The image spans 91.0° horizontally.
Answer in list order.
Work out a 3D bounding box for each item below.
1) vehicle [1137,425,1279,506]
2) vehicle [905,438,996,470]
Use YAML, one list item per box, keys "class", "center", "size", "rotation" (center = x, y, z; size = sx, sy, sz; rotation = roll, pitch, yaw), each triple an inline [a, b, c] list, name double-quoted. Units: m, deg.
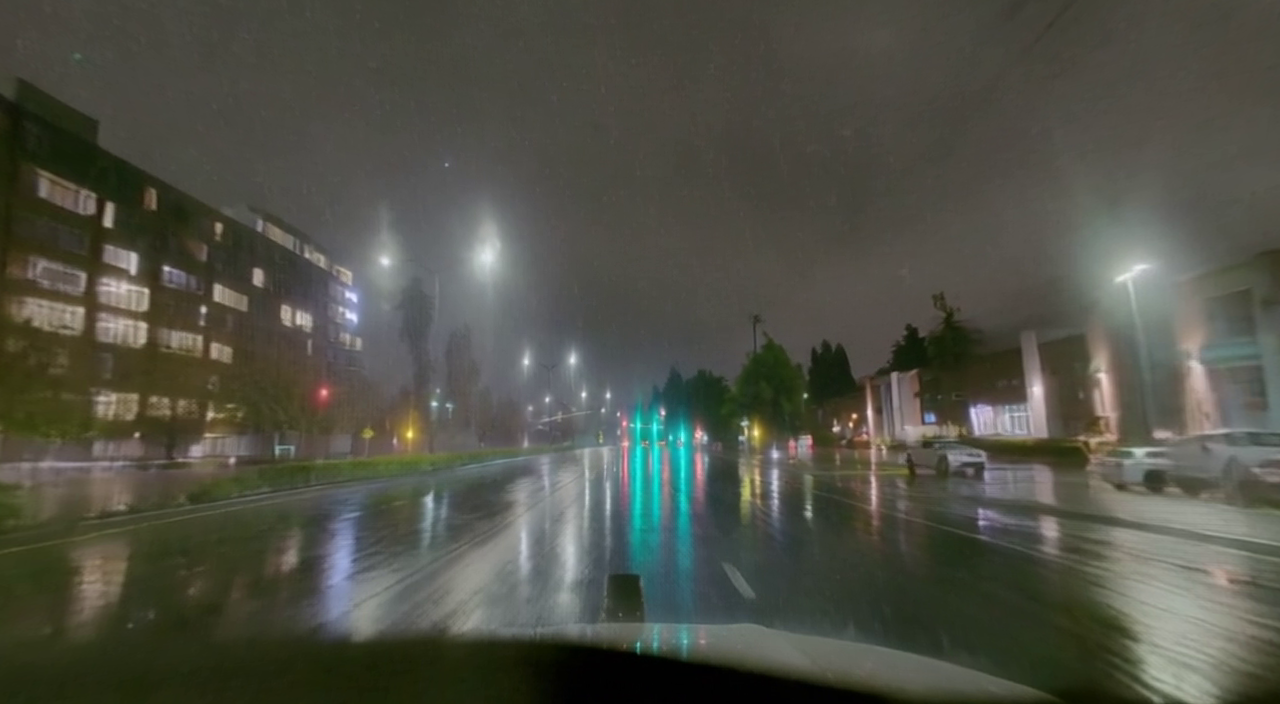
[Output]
- class: "vehicle"
  center: [15.003, 2.604, 14.737]
  size: [4.790, 1.737, 2.137]
  rotation: [-1, -8, 2]
- class: "vehicle"
  center: [15.344, 5.051, 31.429]
  size: [1.931, 1.475, 4.671]
  rotation: [0, -8, -3]
